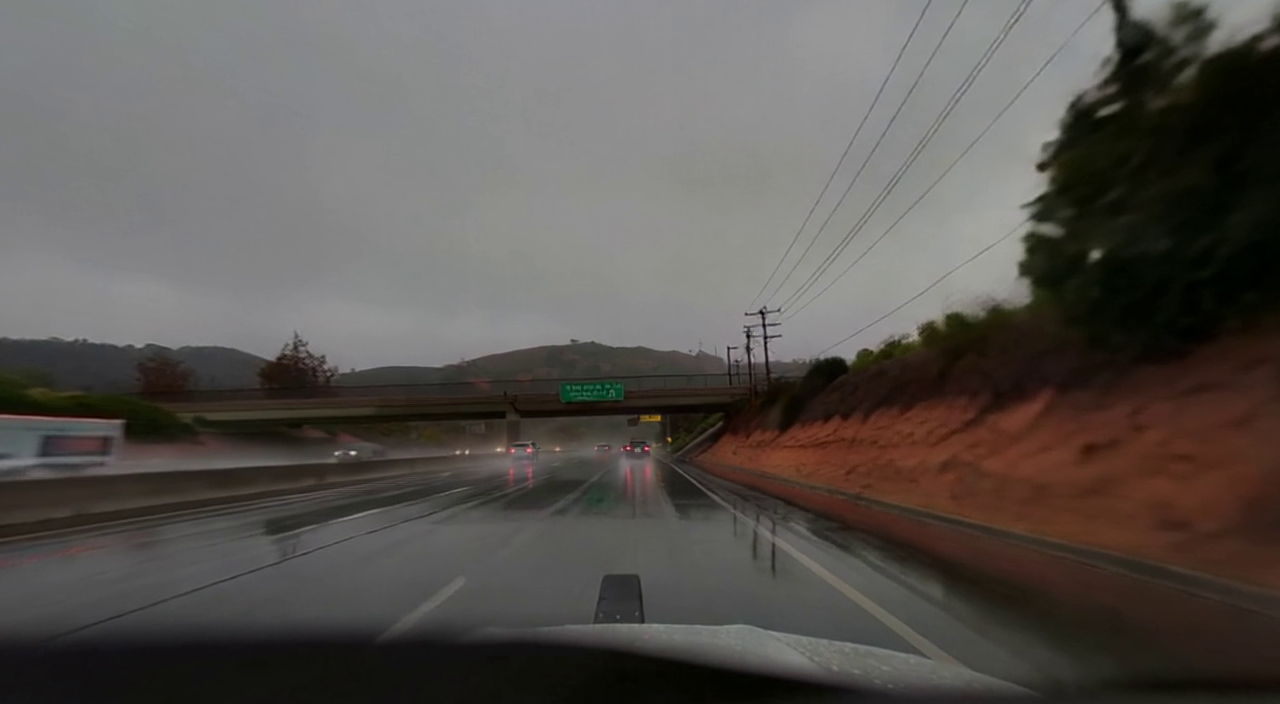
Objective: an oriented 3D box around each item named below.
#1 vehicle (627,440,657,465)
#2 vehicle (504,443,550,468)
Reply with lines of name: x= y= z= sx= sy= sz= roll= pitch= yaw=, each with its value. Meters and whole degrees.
vehicle: x=0.116 y=7.255 z=45.580 sx=2.063 sy=1.715 sz=4.299 roll=0 pitch=-8 yaw=0
vehicle: x=-7.138 y=6.567 z=40.366 sx=2.077 sy=1.511 sz=4.323 roll=0 pitch=-8 yaw=1
